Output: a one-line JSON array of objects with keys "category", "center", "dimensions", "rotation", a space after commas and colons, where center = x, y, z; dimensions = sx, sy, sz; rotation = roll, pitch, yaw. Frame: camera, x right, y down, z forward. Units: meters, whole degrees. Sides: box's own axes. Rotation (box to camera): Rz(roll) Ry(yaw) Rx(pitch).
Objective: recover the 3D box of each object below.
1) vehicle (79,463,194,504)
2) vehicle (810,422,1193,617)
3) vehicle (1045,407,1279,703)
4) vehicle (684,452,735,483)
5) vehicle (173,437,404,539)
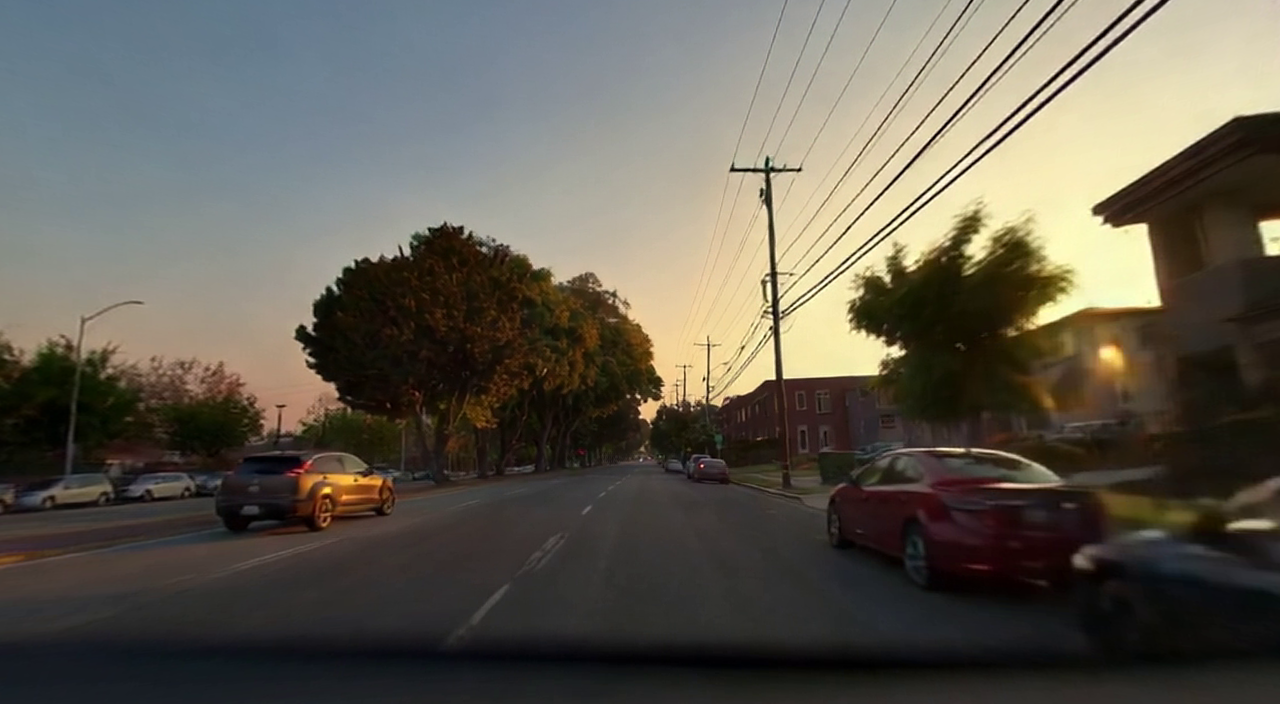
[{"category": "vehicle", "center": [-25.591, 6.658, 32.315], "dimensions": [1.894, 1.787, 4.711], "rotation": [0, -8, 1]}, {"category": "vehicle", "center": [3.560, 1.695, 7.353], "dimensions": [2.022, 1.592, 4.111], "rotation": [0, -8, 0]}, {"category": "vehicle", "center": [3.477, 0.836, 1.531], "dimensions": [2.010, 1.488, 4.262], "rotation": [-4, -7, -1]}, {"category": "vehicle", "center": [3.733, 6.298, 34.590], "dimensions": [2.259, 1.500, 4.474], "rotation": [0, -8, 0]}, {"category": "vehicle", "center": [-6.681, 2.590, 12.740], "dimensions": [2.000, 1.671, 4.497], "rotation": [0, -8, 1]}]
